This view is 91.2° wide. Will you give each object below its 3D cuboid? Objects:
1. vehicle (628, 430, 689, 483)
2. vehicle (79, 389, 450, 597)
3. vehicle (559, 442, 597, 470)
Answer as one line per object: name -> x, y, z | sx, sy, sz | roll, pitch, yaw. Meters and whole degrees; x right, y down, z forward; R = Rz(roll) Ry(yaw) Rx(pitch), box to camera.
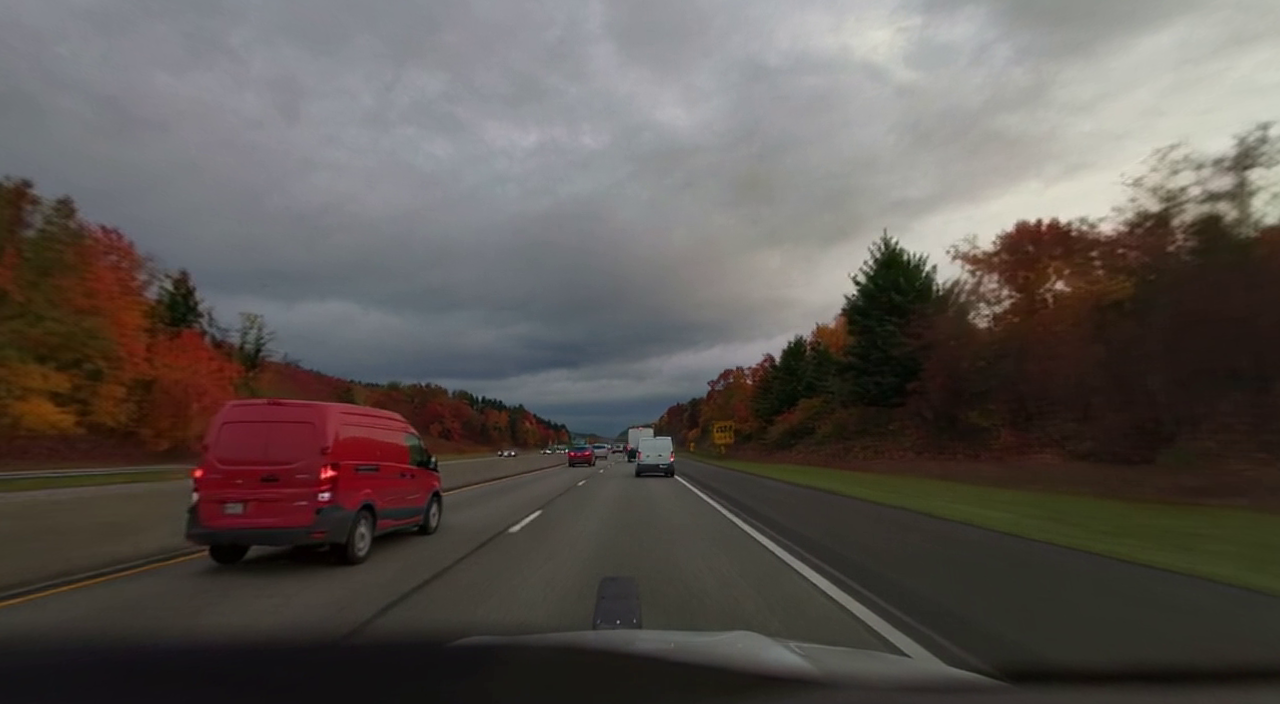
vehicle -> 0.648, 4.279, 25.825 | 2.179, 1.930, 4.538 | 0, -9, -2
vehicle -> -3.865, 1.523, 7.481 | 2.021, 1.790, 3.907 | 0, -9, -1
vehicle -> -4.013, 6.779, 40.948 | 2.088, 1.688, 4.365 | 0, -9, -1
